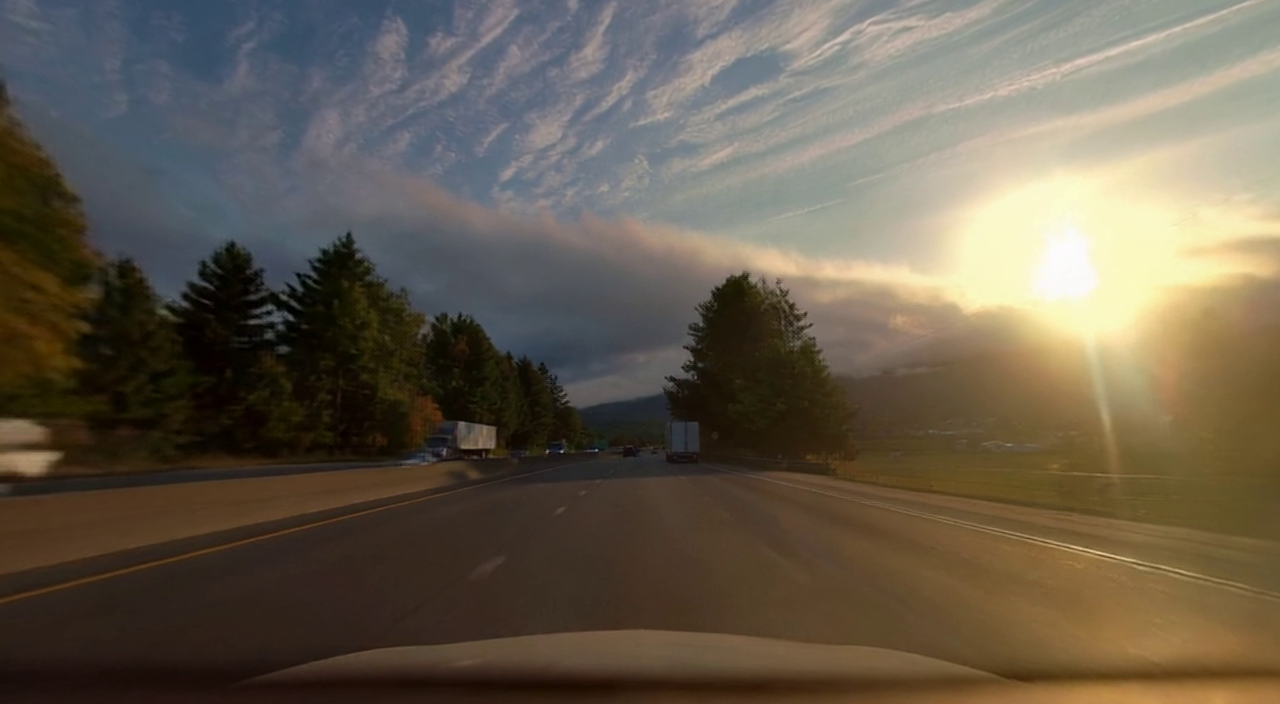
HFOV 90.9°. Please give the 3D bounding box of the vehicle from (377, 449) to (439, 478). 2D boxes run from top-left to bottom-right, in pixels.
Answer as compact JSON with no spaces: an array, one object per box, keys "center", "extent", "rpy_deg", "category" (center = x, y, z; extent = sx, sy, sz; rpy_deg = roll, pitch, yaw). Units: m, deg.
[{"center":[-12.263,5.921,33.606],"extent":[1.878,1.418,3.768],"rpy_deg":[0,-9,0],"category":"vehicle"}]
